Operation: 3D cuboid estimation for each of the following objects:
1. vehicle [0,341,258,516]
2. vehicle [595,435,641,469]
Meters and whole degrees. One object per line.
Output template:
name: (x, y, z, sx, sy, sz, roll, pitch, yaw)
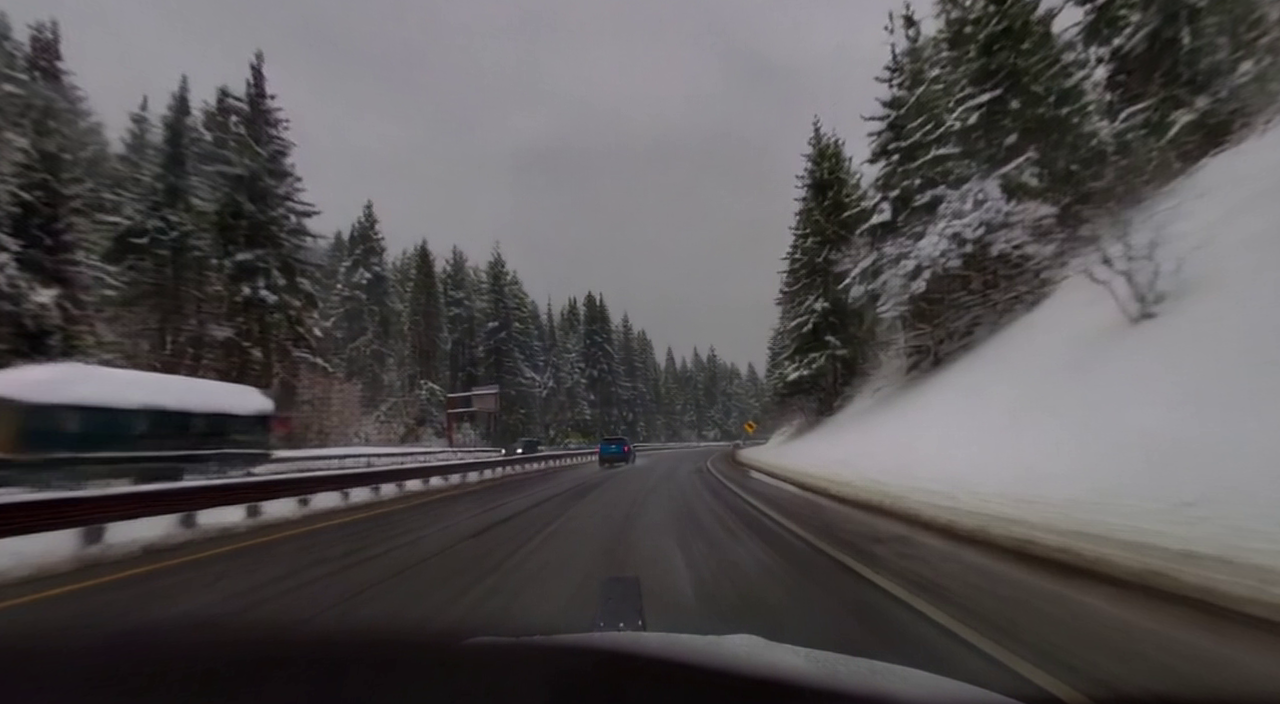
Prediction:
vehicle: (-17.164, 2.563, 20.106, 3.236, 4.237, 10.335, -1, -8, 1)
vehicle: (-1.164, 5.636, 35.639, 2.005, 1.752, 4.479, -1, -8, 5)
